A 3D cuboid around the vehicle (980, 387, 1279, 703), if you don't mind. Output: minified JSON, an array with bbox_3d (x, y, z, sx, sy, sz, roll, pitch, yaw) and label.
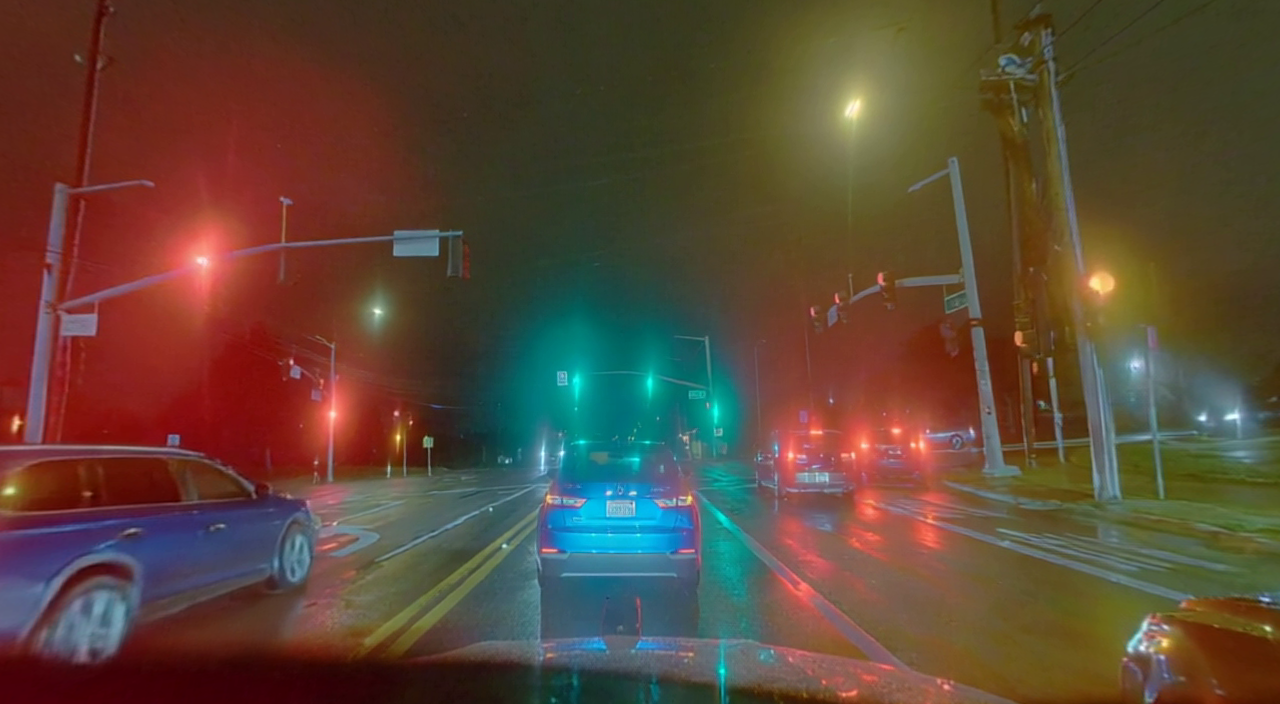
[{"bbox_3d":[2.924,0.839,1.785,1.860,1.494,3.707,0,-8,1],"label":"vehicle"}]

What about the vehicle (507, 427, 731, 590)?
[{"bbox_3d":[-0.225,1.753,7.986,2.061,1.485,4.196,0,-8,-1],"label":"vehicle"}]

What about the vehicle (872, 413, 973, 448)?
[{"bbox_3d":[15.114,4.241,33.995,4.431,1.555,1.886,-4,-9,2],"label":"vehicle"}]

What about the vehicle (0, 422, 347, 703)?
[{"bbox_3d":[-4.383,1.352,4.877,2.106,1.492,4.312,0,-8,1],"label":"vehicle"}]
